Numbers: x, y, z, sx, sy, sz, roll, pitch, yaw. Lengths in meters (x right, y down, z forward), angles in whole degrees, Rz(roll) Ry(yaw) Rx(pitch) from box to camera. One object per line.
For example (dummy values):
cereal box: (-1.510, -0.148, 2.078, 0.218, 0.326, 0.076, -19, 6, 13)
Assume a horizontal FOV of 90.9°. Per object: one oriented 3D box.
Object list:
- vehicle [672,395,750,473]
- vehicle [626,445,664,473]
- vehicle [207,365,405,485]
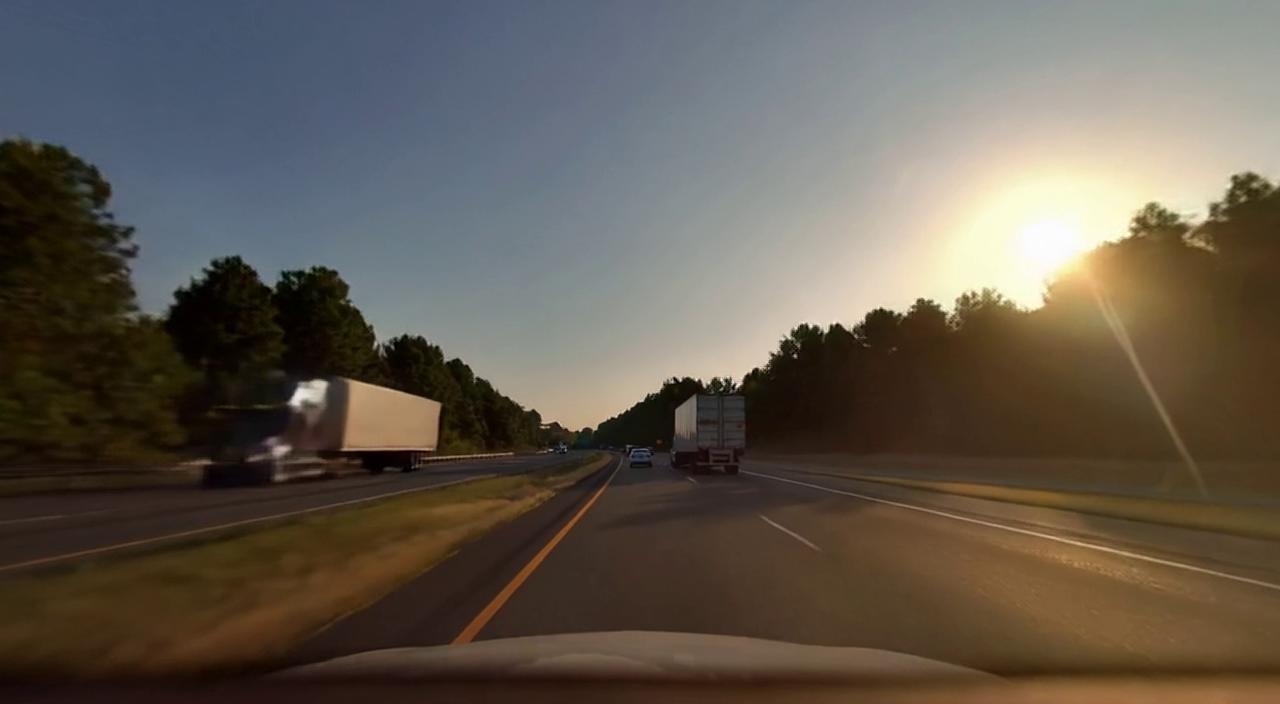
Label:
vehicle: (4.093, 5.432, 40.354, 2.883, 4.057, 14.579, 0, -9, -2)
vehicle: (0.219, 6.268, 37.082, 2.051, 1.513, 4.511, 0, -9, -1)
vehicle: (-12.866, 3.138, 25.695, 2.968, 4.011, 9.235, 0, -9, -1)
